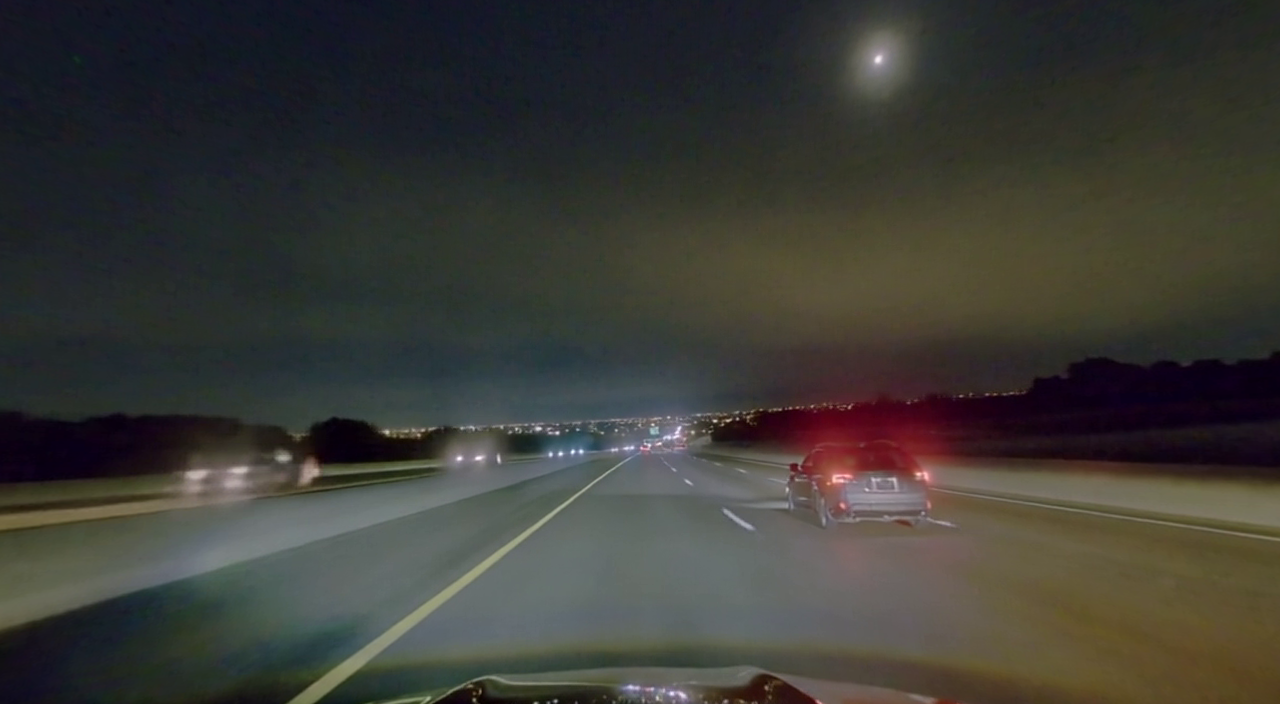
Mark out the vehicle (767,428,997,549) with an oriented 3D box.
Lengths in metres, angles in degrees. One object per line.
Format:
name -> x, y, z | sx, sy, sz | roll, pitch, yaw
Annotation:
vehicle -> 3.581, 2.105, 10.479 | 1.982, 1.533, 4.612 | 0, -8, 0

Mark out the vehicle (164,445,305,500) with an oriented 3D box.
vehicle -> -14.844, 4.390, 23.506 | 2.106, 1.809, 4.622 | 0, -8, 1

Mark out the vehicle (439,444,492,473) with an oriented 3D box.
vehicle -> -10.870, 6.644, 39.738 | 1.912, 1.682, 4.427 | 0, -8, 2
